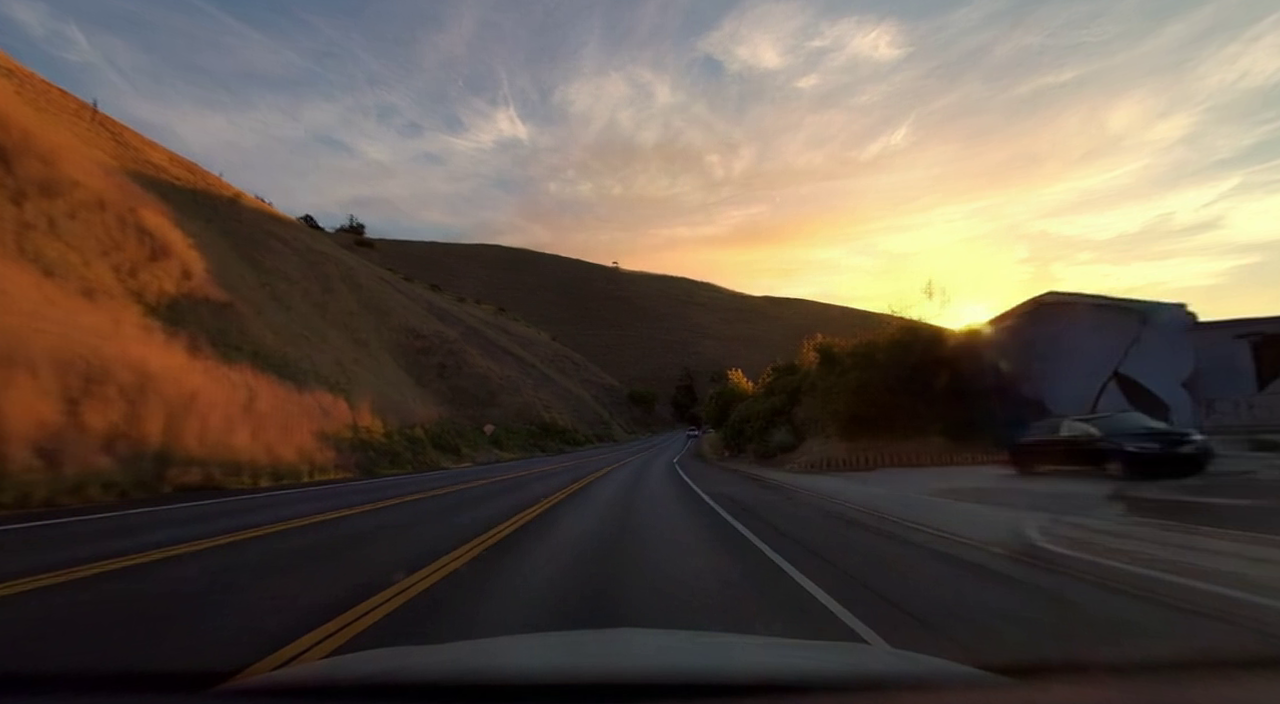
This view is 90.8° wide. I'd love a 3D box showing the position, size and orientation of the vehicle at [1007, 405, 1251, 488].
[{"bbox_3d":[13.151,2.707,17.613,2.352,1.872,5.103,-2,-10,-5],"label":"vehicle"}]
